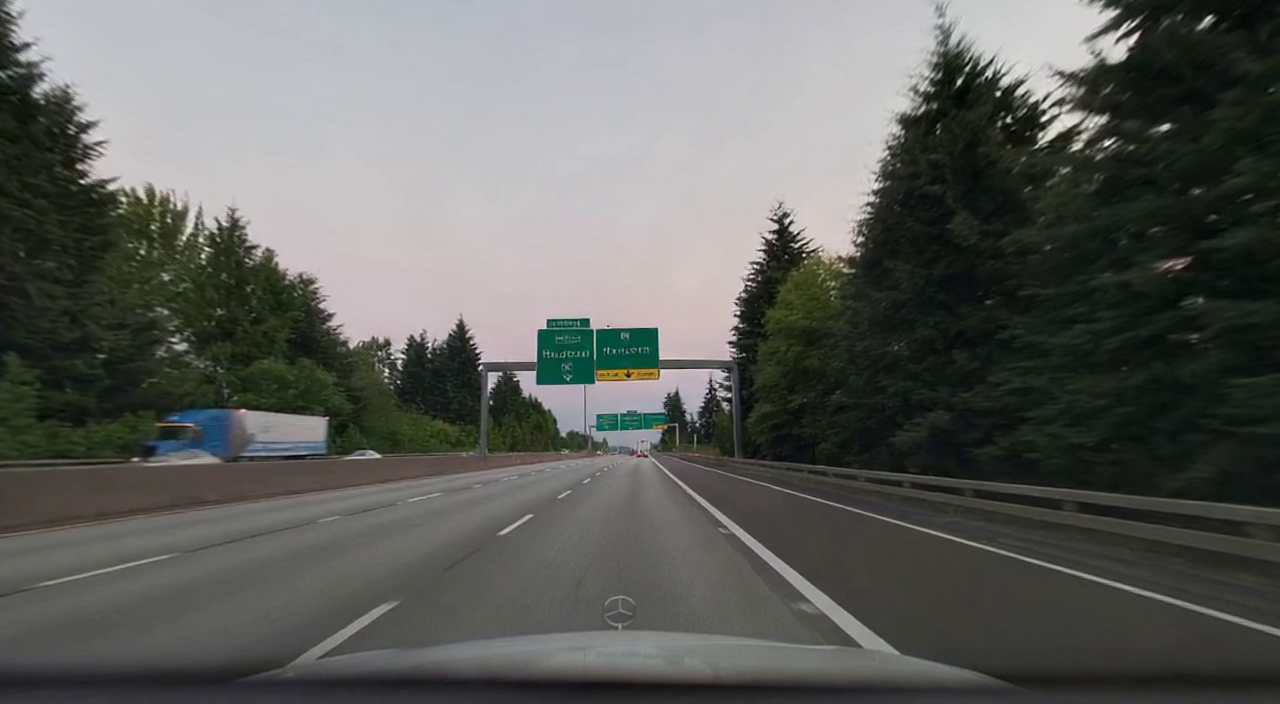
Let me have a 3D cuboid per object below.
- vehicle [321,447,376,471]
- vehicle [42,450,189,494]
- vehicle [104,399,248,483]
[{"bbox_3d":[-20.291,7.457,43.987,1.872,1.573,4.165,0,-9,0],"label":"vehicle"},{"bbox_3d":[-20.208,4.604,24.540,1.815,1.487,4.560,0,-9,0],"label":"vehicle"},{"bbox_3d":[-24.286,4.766,33.383,2.911,4.004,5.906,-1,-9,0],"label":"vehicle"}]
